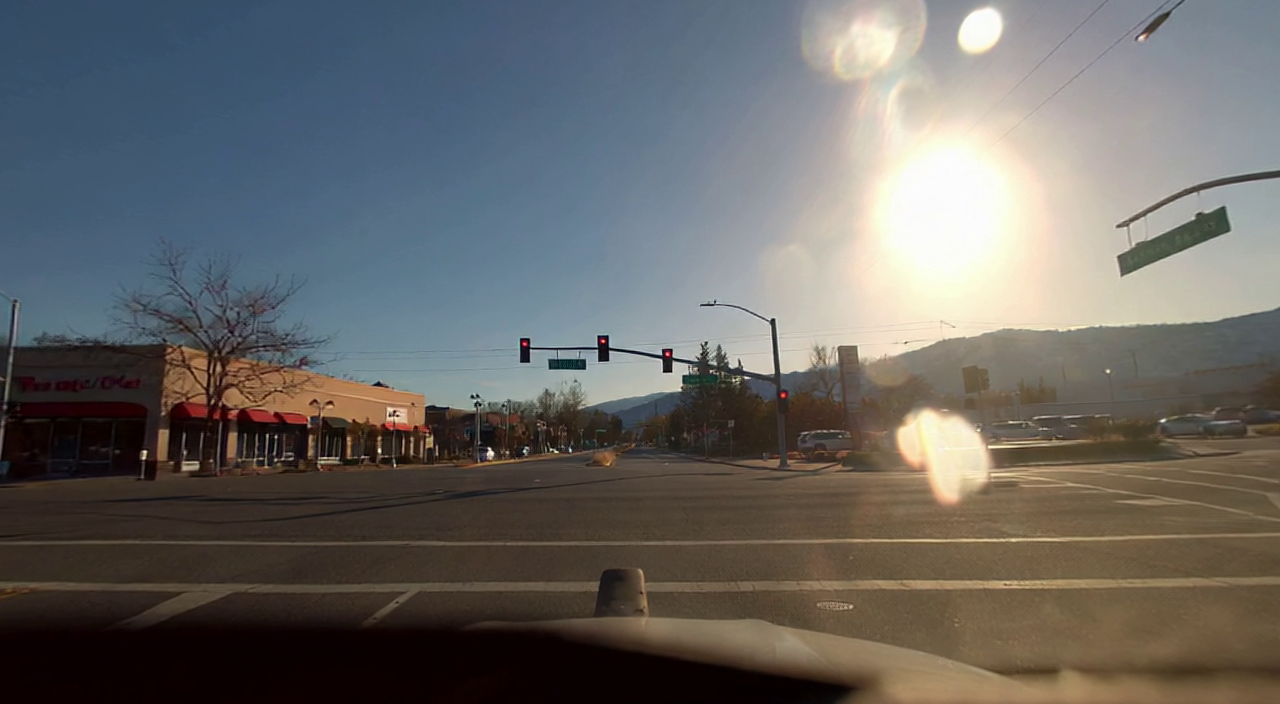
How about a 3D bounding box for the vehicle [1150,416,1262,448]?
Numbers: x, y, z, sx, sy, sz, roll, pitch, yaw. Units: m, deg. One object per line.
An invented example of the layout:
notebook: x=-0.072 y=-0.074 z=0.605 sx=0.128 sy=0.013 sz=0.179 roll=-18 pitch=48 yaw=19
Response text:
vehicle: x=28.291 y=4.072 z=31.706 sx=1.799 sy=1.459 sz=4.266 roll=-1 pitch=-8 yaw=3
